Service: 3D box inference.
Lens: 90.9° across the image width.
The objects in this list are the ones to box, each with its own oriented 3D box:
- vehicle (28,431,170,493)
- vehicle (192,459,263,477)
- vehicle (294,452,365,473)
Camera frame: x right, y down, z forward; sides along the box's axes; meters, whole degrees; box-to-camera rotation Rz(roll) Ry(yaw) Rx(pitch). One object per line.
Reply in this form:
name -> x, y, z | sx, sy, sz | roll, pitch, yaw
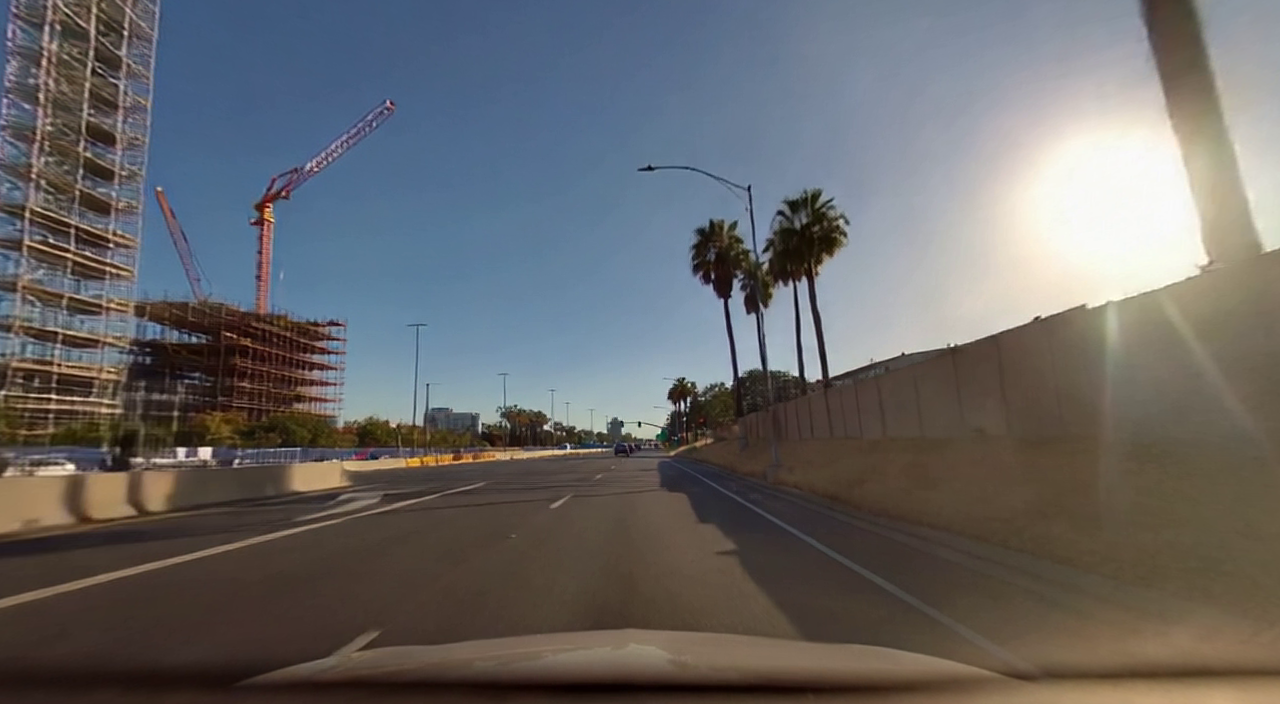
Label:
vehicle -> -26.824, 5.362, 31.227 | 6.454, 2.718, 3.175 | -5, -10, 30
vehicle -> -30.133, 8.480, 46.203 | 4.101, 1.243, 1.698 | 4, -10, -26
vehicle -> -24.430, 8.692, 49.744 | 1.790, 1.484, 4.651 | -7, -11, 40
